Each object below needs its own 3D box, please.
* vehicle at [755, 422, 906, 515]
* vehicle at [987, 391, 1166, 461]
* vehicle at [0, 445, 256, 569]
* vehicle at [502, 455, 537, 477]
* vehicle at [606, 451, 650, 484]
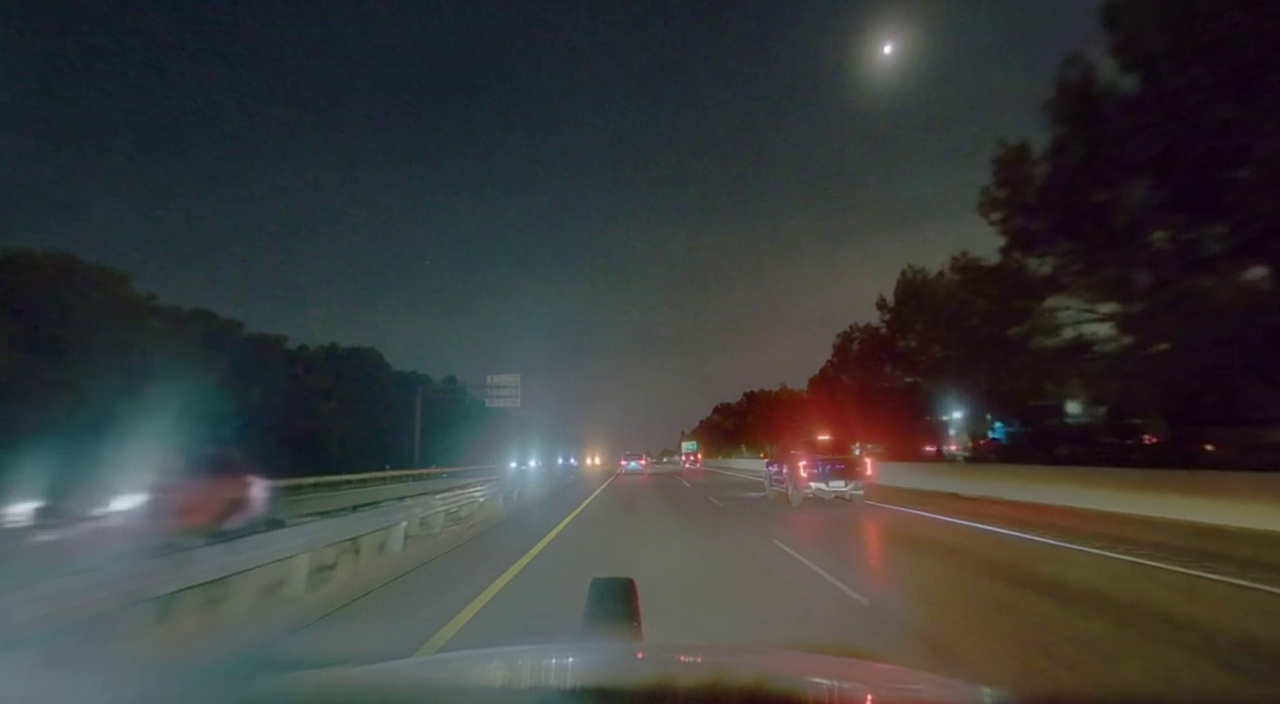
[{"bbox_3d":[4.526,2.869,15.860,2.261,1.952,4.784,0,-9,0],"label":"vehicle"},{"bbox_3d":[28.571,5.291,42.466,2.909,3.998,13.523,-1,-9,3],"label":"vehicle"},{"bbox_3d":[-9.440,2.605,11.388,1.992,1.759,4.557,0,-9,0],"label":"vehicle"},{"bbox_3d":[-9.475,8.942,49.488,1.877,1.597,4.092,-1,-9,2],"label":"vehicle"},{"bbox_3d":[-0.548,5.563,30.553,2.029,1.483,3.769,0,-9,0],"label":"vehicle"}]
